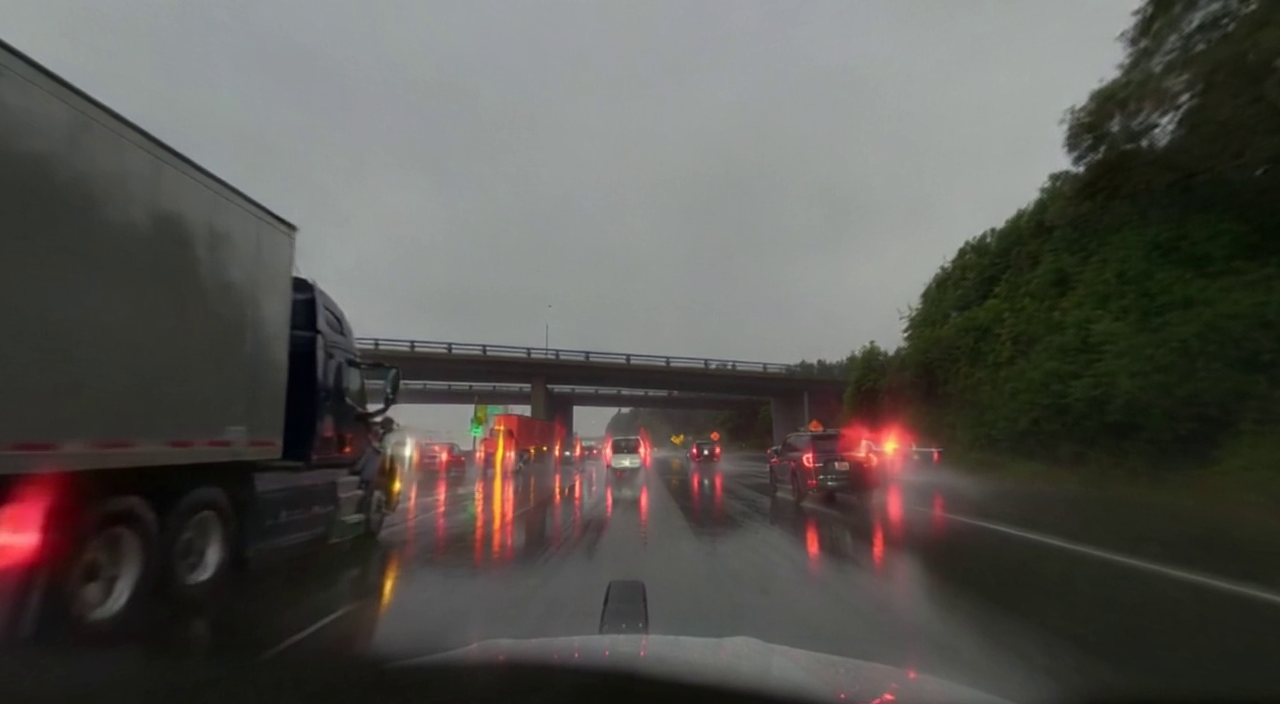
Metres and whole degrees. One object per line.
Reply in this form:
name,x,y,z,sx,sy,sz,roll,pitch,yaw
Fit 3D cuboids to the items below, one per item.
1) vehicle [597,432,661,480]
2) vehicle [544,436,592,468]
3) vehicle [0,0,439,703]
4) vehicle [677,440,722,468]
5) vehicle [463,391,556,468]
vehicle,-0.400,3.977,24.391,2.270,1.696,4.061,0,-8,0
vehicle,-4.009,5.645,35.765,2.124,1.639,4.344,0,-8,1
vehicle,-3.780,-0.082,1.294,3.075,3.276,11.073,0,-8,0
vehicle,3.217,5.575,34.708,2.003,1.465,4.092,0,-8,-1
vehicle,-7.364,4.688,37.469,2.959,3.886,10.574,-1,-8,2
